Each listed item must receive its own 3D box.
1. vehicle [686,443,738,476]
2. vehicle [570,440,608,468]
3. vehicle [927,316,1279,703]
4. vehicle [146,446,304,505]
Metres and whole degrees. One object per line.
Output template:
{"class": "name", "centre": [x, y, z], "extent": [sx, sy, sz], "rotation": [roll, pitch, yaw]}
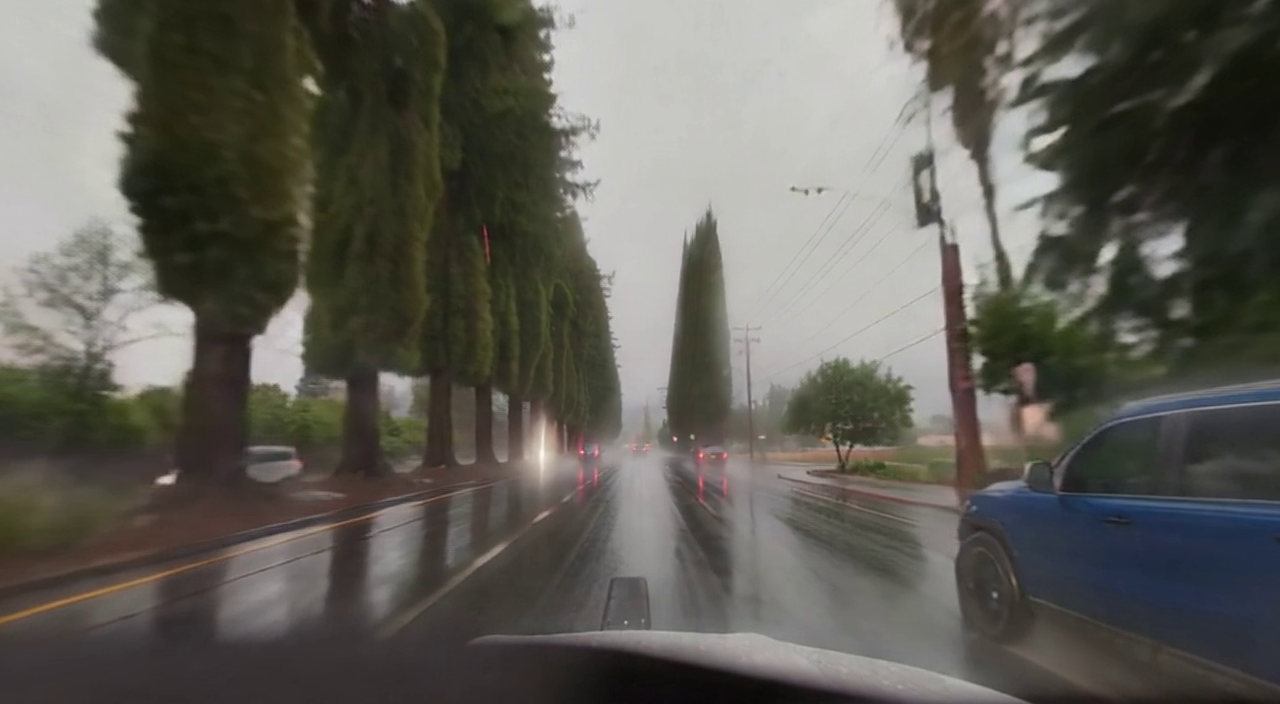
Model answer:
{"class": "vehicle", "centre": [3.403, 5.165, 30.491], "extent": [1.906, 1.468, 4.422], "rotation": [0, -9, -1]}
{"class": "vehicle", "centre": [-3.287, 6.703, 41.399], "extent": [2.066, 1.725, 4.241], "rotation": [0, -9, 1]}
{"class": "vehicle", "centre": [3.351, 0.828, 2.686], "extent": [2.182, 1.744, 4.464], "rotation": [0, -9, 1]}
{"class": "vehicle", "centre": [-14.049, 4.164, 21.801], "extent": [2.168, 1.782, 4.746], "rotation": [0, -9, 0]}
